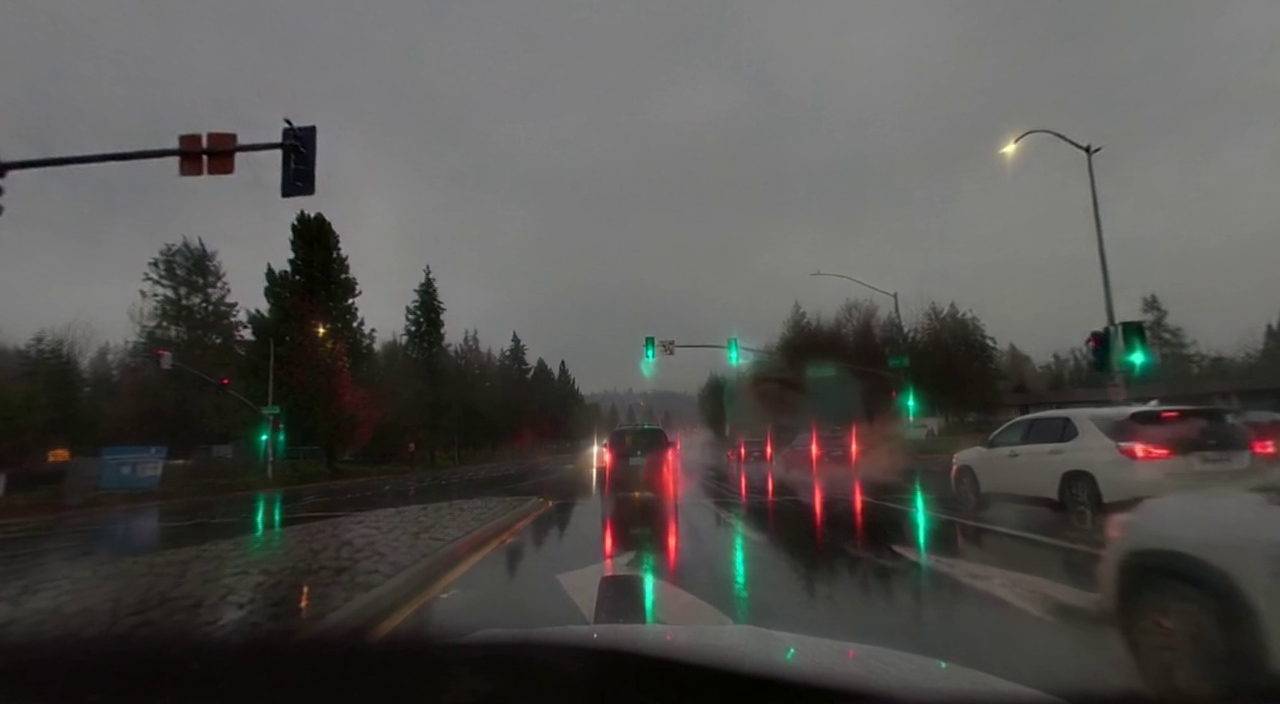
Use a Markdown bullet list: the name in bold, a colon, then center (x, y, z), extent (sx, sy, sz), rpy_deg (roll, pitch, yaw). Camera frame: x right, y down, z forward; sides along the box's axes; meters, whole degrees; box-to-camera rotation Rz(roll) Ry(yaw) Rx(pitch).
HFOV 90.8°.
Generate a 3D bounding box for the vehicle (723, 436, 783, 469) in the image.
- **vehicle**: center (6.514, 5.899, 37.066), extent (2.440, 1.775, 4.791), rpy_deg (0, -9, -2)

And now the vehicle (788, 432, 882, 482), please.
- **vehicle**: center (7.067, 3.851, 23.401), extent (2.025, 1.642, 4.189), rpy_deg (0, -9, -1)

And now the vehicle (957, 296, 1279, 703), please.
- **vehicle**: center (3.470, 0.647, 2.149), extent (2.057, 1.788, 5.216), rpy_deg (0, -9, 0)

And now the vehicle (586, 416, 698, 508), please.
- **vehicle**: center (-0.002, 2.626, 15.403), extent (2.353, 1.894, 4.122), rpy_deg (0, -9, -1)
